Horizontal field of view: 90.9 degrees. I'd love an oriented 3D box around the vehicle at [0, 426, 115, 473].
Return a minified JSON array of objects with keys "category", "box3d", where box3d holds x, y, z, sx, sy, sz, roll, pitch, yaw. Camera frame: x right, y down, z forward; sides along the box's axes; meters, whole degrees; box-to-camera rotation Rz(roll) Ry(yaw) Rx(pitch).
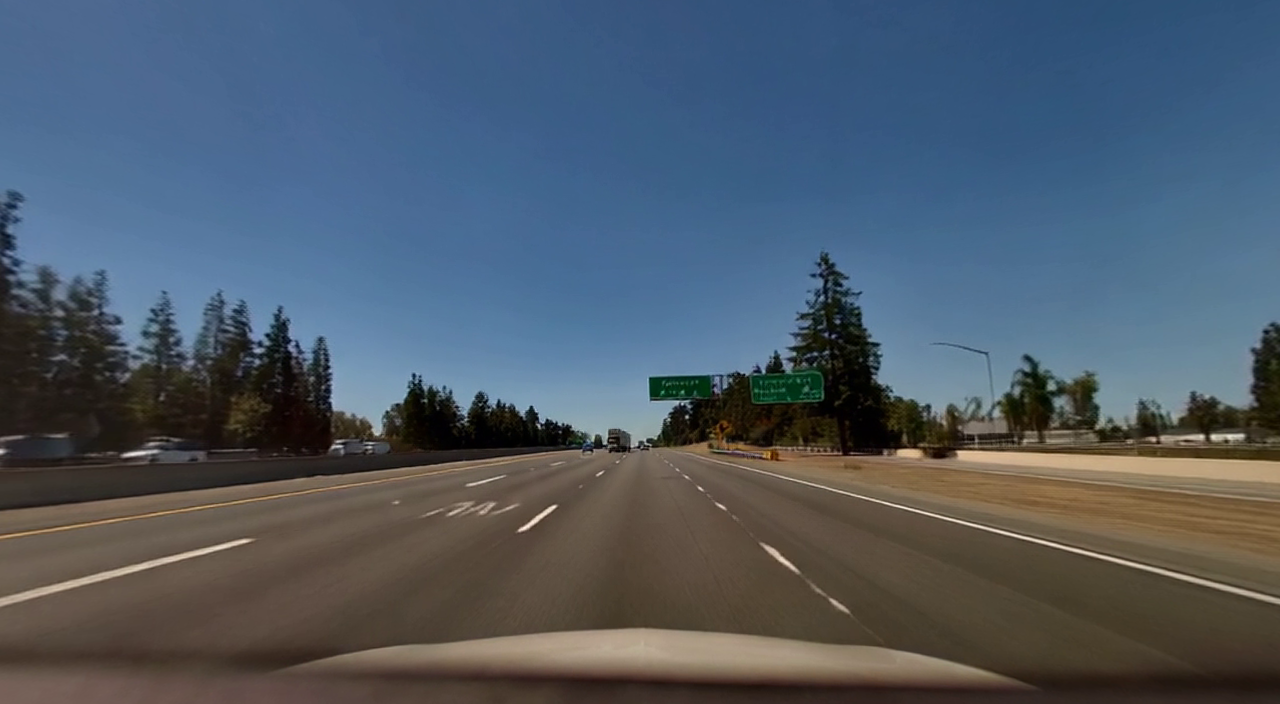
[{"category":"vehicle","box3d":[-39.207,6.214,40.338,3.153,2.743,9.365,0,-8,0]}]
